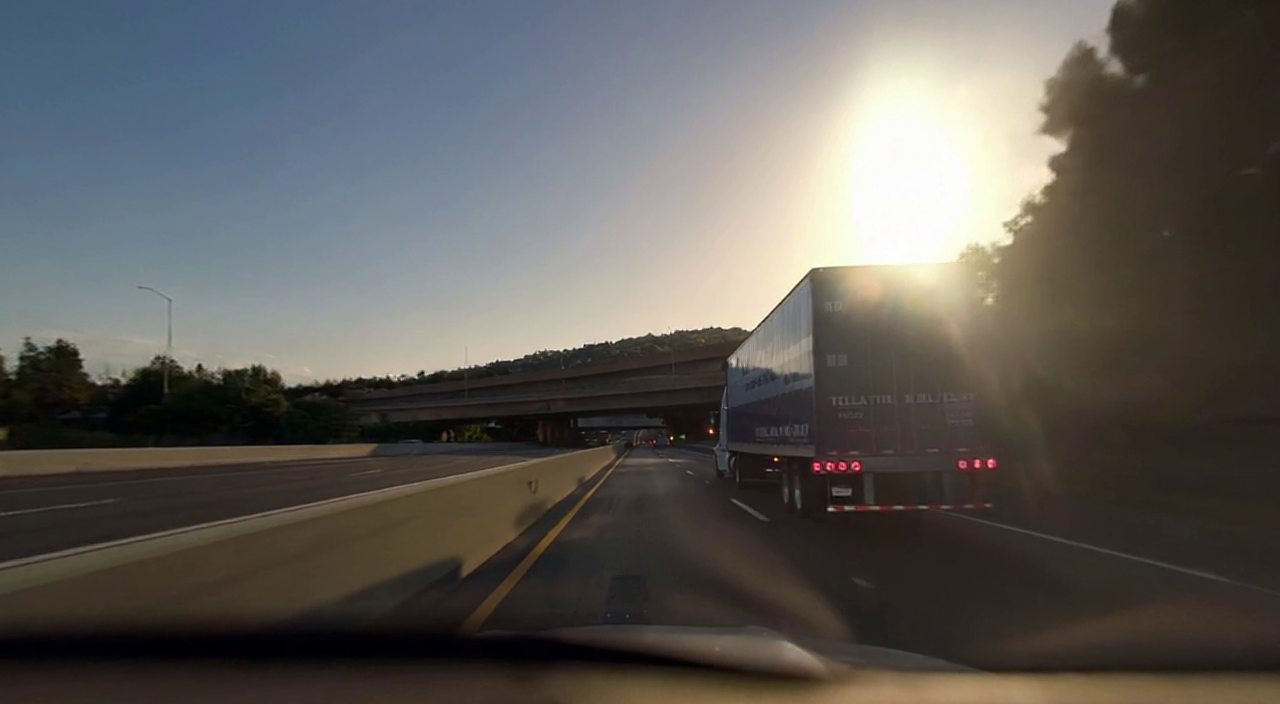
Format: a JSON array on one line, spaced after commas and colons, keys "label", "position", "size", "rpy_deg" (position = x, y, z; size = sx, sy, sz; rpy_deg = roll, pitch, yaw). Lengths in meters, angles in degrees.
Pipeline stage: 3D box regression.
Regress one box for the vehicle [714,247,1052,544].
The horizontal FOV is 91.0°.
[{"label": "vehicle", "position": [4.095, 1.541, 15.676], "size": [3.006, 4.093, 14.142], "rpy_deg": [0, -8, 1]}]
